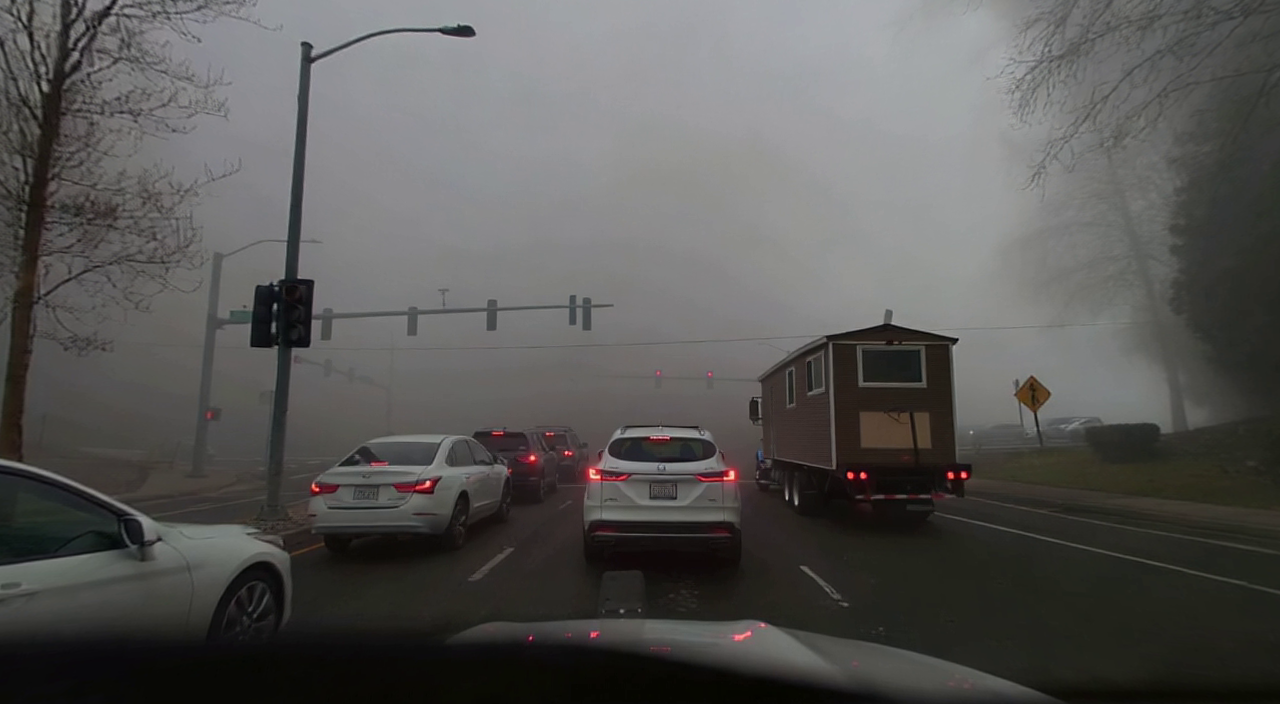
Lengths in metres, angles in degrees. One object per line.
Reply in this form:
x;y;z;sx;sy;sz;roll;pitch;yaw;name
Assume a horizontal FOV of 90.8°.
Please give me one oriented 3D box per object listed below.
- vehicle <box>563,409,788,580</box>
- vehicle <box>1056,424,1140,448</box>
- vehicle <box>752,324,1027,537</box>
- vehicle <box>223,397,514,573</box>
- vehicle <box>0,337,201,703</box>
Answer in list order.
0.355;1.706;8.316;2.189;1.649;4.171;0;-9;0;vehicle
33.157;6.141;45.888;4.671;1.595;1.824;-6;-10;31;vehicle
3.690;1.404;11.007;2.531;2.750;5.595;0;-9;1;vehicle
-3.267;1.715;8.836;2.085;1.812;4.388;0;-9;0;vehicle
-3.427;0.665;1.412;1.952;1.730;4.116;0;-9;-1;vehicle
